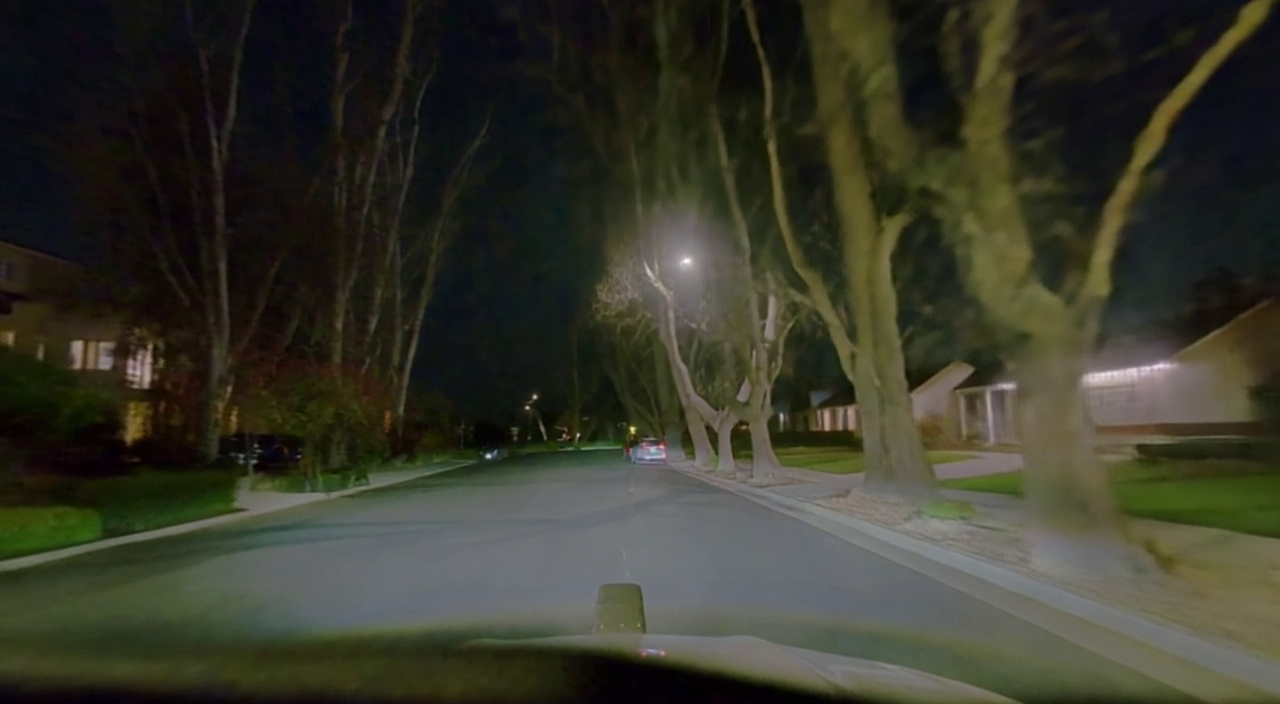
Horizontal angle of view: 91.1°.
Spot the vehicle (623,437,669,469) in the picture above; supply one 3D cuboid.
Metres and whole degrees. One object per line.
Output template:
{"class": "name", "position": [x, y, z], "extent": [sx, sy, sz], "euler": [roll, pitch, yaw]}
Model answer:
{"class": "vehicle", "position": [0.202, 5.092, 31.997], "extent": [2.088, 1.429, 4.796], "euler": [0, -7, -2]}

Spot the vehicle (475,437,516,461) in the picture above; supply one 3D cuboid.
{"class": "vehicle", "position": [-10.501, 7.135, 45.945], "extent": [1.943, 1.433, 4.717], "euler": [-6, -9, -3]}

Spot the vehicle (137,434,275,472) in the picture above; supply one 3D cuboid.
{"class": "vehicle", "position": [-18.041, 4.213, 26.240], "extent": [4.344, 1.483, 1.928], "euler": [-1, -8, 2]}
